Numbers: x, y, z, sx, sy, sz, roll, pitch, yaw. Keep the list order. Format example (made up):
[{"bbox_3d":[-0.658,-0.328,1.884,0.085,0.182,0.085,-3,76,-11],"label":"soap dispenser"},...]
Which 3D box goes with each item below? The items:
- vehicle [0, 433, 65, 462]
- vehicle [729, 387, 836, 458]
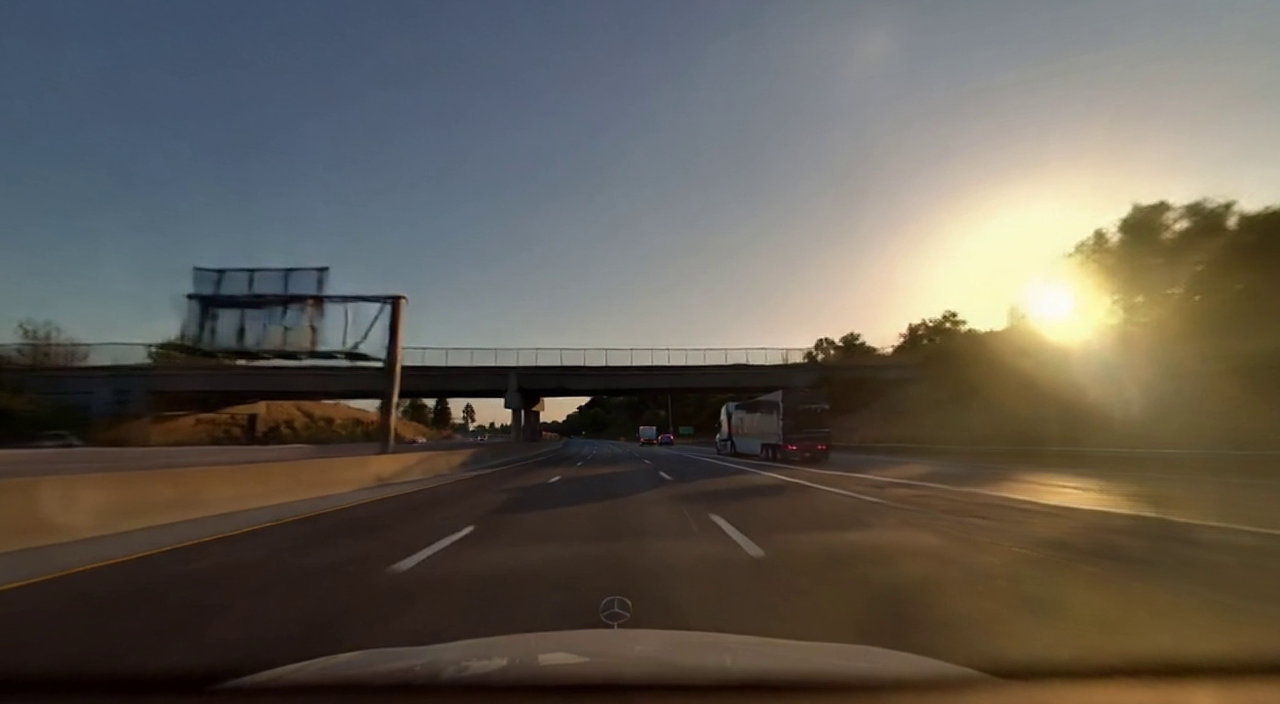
[{"bbox_3d":[-34.563,5.236,34.483,1.774,1.499,4.516,-1,-8,2],"label":"vehicle"},{"bbox_3d":[9.155,5.010,42.873,2.855,4.053,13.328,0,-8,-6],"label":"vehicle"}]
